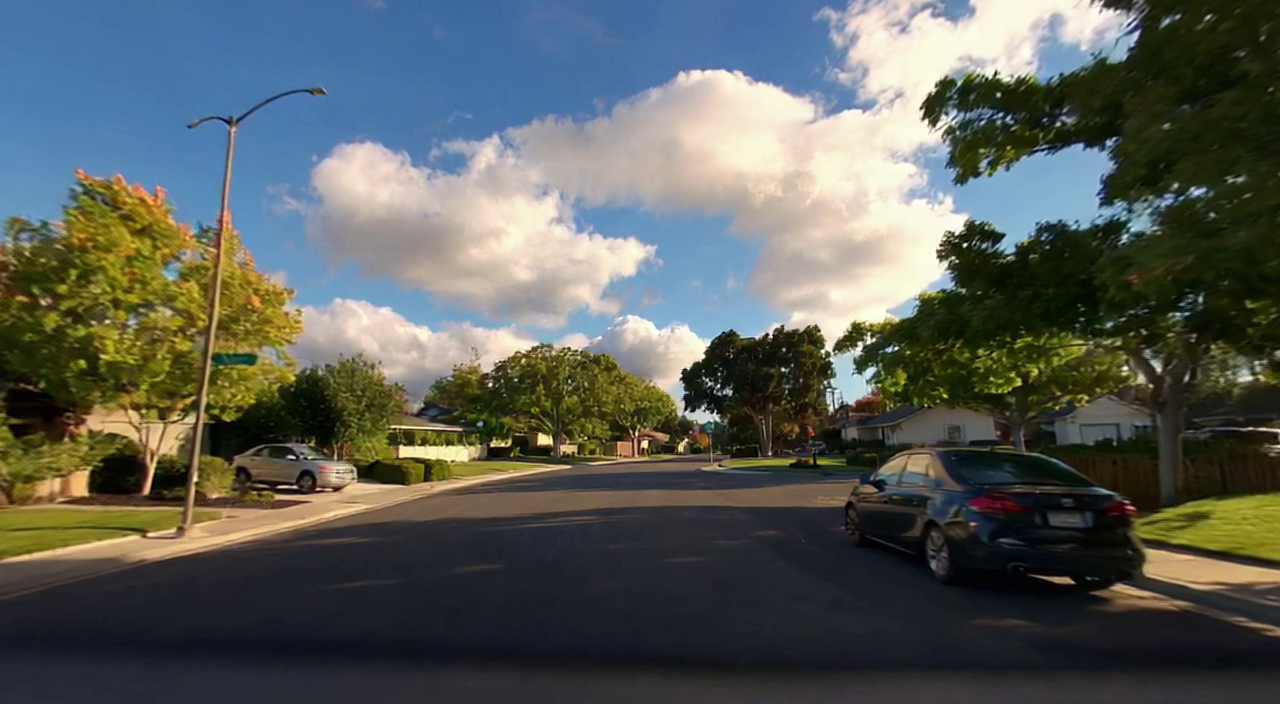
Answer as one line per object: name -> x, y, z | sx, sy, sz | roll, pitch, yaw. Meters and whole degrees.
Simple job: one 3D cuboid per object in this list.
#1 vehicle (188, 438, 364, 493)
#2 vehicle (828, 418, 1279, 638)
vehicle -> -12.398, 3.858, 21.786 | 4.790, 1.627, 2.112 | 1, -5, 0
vehicle -> 3.882, 1.648, 7.047 | 2.034, 1.583, 4.707 | 0, -9, -1
